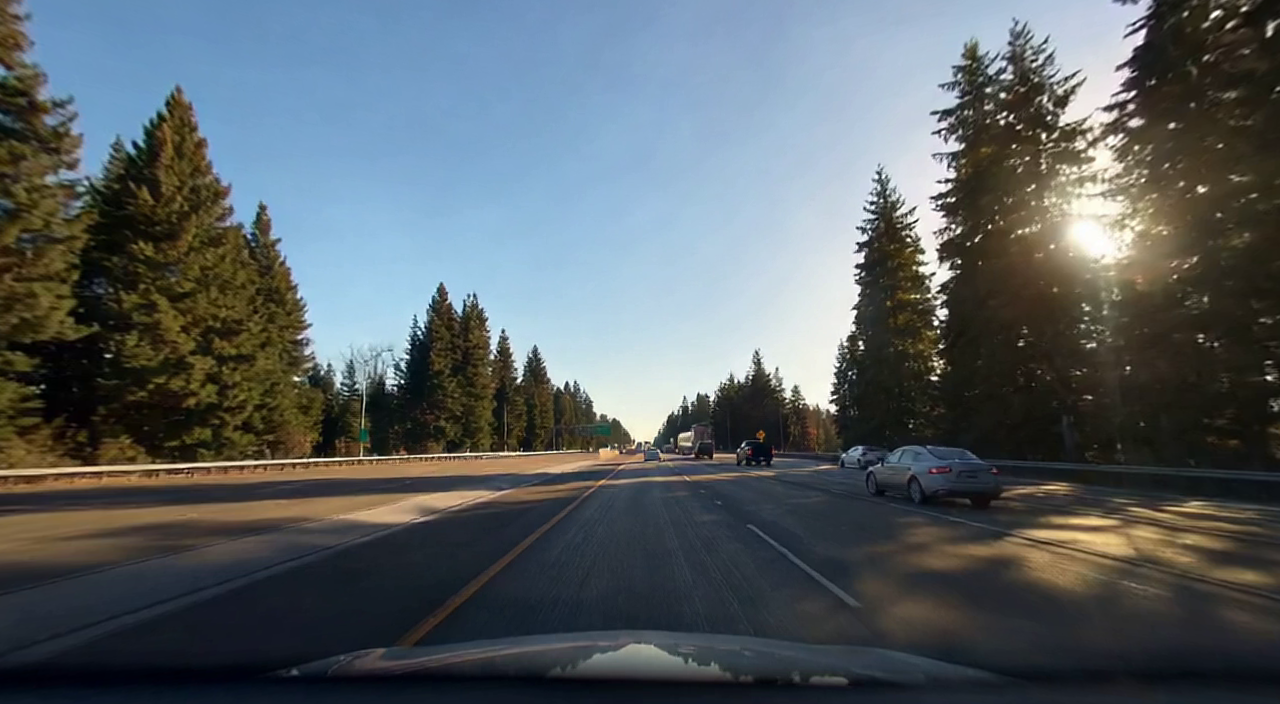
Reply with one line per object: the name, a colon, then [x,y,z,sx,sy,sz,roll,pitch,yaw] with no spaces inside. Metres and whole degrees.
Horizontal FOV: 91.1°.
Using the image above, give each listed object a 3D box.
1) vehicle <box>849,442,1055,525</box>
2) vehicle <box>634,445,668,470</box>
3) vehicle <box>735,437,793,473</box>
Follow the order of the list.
vehicle: [6.394,2.706,13.656,1.904,1.453,4.789,0,-8,-2]
vehicle: [0.656,6.573,39.424,2.052,1.472,4.295,0,-8,0]
vehicle: [7.244,6.064,37.284,2.206,1.902,5.460,0,-8,-1]
